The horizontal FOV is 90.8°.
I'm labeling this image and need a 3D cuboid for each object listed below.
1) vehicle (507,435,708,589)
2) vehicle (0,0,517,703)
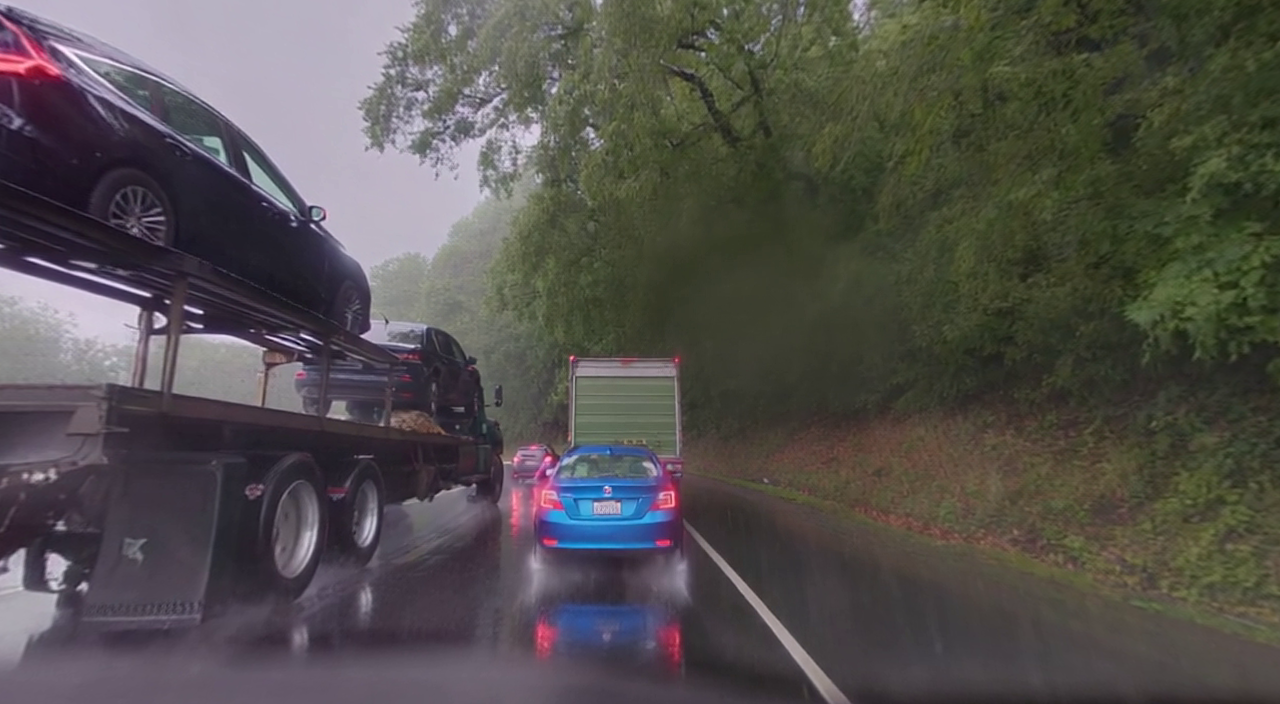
[{"bbox_3d":[-0.343,1.856,8.030,1.991,1.507,3.391,0,-9,-1],"label":"vehicle"},{"bbox_3d":[-4.610,0.754,9.217,2.836,4.059,14.286,0,-9,0],"label":"vehicle"}]
